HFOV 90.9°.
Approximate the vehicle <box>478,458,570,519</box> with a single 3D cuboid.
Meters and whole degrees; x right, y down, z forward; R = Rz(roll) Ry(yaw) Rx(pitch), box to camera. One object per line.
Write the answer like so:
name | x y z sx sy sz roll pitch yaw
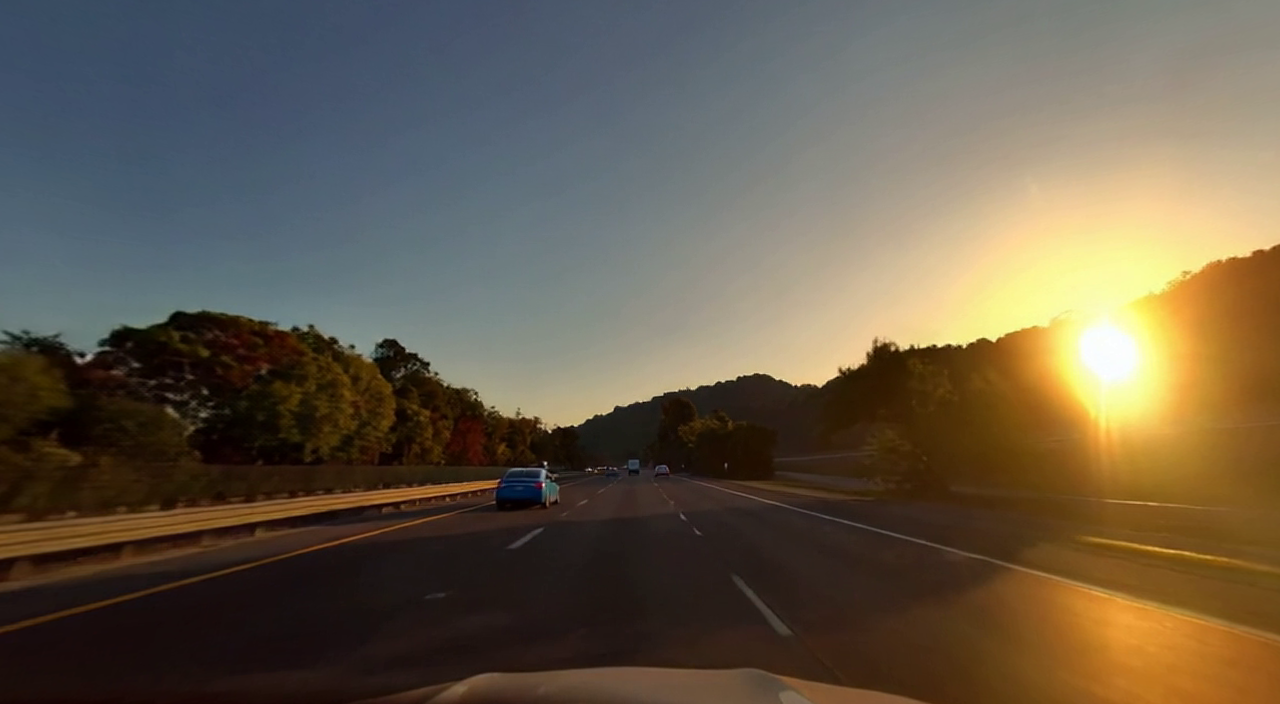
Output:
vehicle | -3.219 3.899 18.368 1.797 1.532 4.072 0 -10 1
